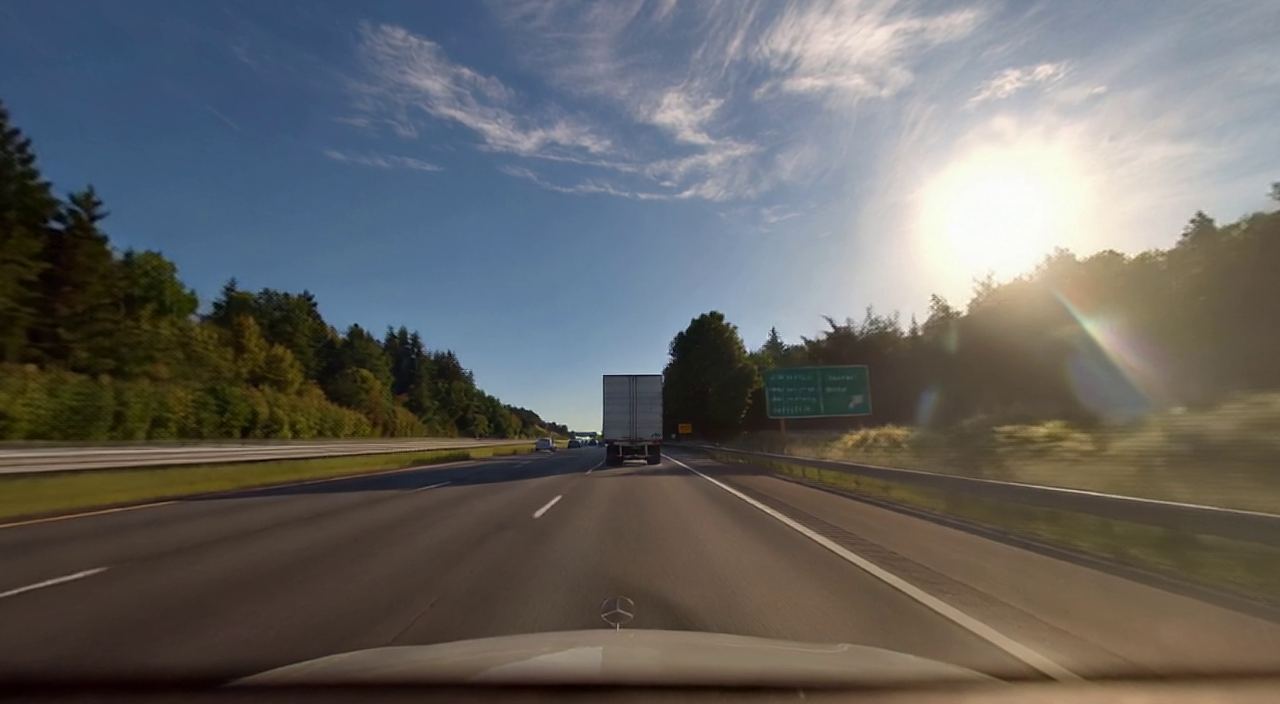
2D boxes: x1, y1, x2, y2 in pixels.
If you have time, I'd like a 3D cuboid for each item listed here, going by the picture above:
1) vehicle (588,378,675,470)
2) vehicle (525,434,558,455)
[{"bbox_3d":[-0.430,3.611,30.651,3.033,3.223,14.836,4,-7,-1],"label":"vehicle"},{"bbox_3d":[-7.183,6.788,46.305,1.856,1.479,3.710,0,-8,0],"label":"vehicle"}]
